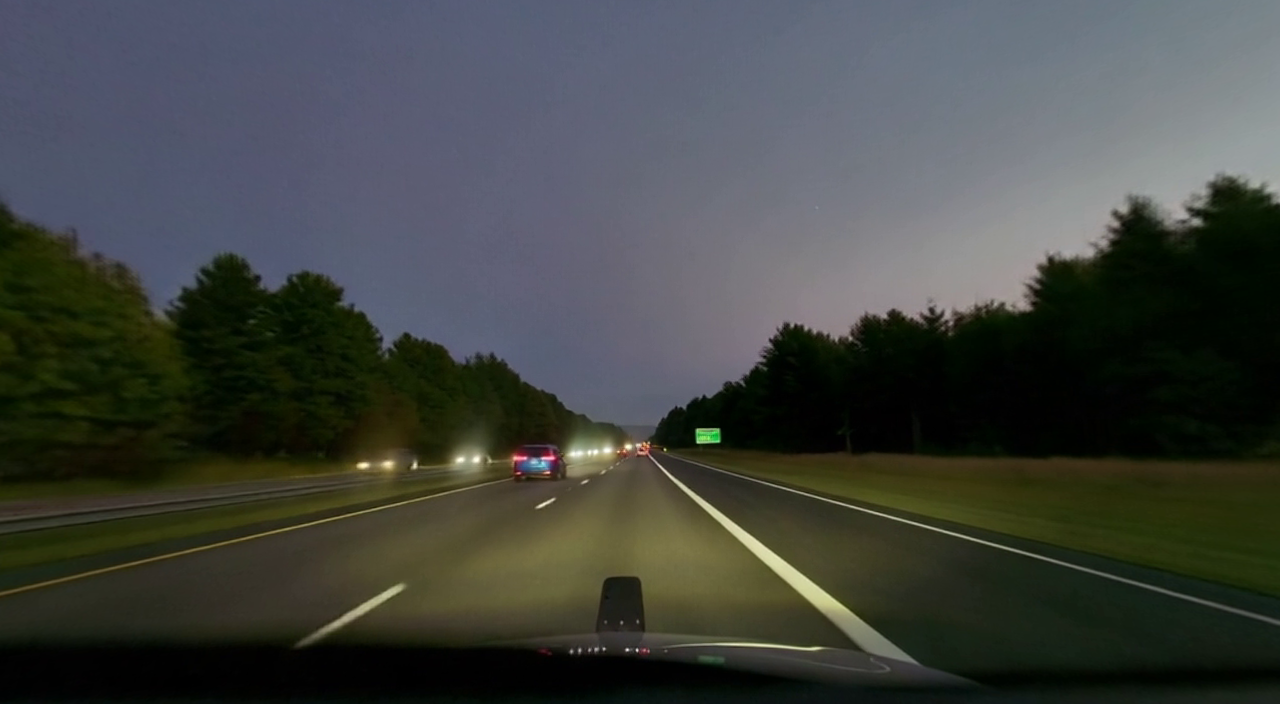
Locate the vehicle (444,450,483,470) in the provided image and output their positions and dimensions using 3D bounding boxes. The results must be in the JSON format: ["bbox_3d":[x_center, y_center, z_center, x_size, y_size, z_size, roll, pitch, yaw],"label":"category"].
[{"bbox_3d":[-13.348,8.181,47.932,1.828,1.414,3.803,0,-9,1],"label":"vehicle"}]

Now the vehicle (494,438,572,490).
[{"bbox_3d":[-3.891,4.169,23.849,2.110,1.727,4.607,0,-9,1],"label":"vehicle"}]

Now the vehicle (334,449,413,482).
[{"bbox_3d":[-12.487,5.309,29.876,1.831,1.438,4.282,0,-9,1],"label":"vehicle"}]
